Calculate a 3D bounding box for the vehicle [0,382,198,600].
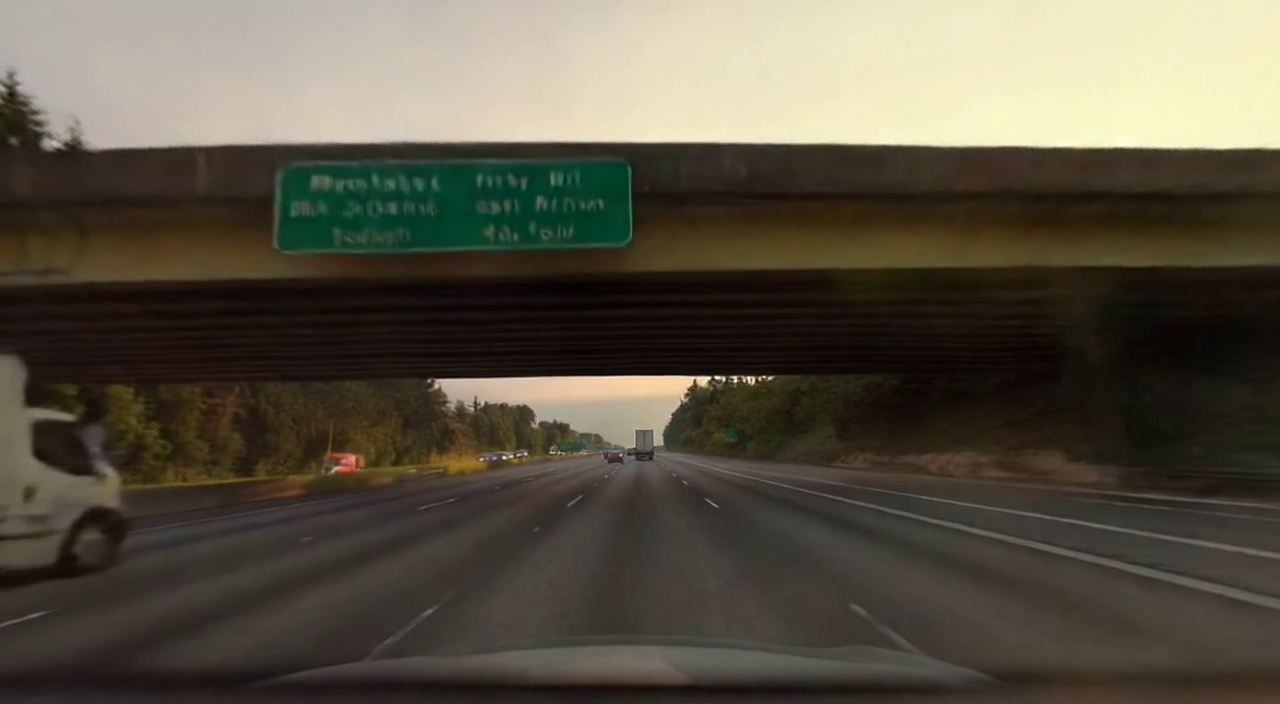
[{"bbox_3d":[-6.881,1.236,5.553,2.195,1.940,5.154,0,-9,0],"label":"vehicle"}]
